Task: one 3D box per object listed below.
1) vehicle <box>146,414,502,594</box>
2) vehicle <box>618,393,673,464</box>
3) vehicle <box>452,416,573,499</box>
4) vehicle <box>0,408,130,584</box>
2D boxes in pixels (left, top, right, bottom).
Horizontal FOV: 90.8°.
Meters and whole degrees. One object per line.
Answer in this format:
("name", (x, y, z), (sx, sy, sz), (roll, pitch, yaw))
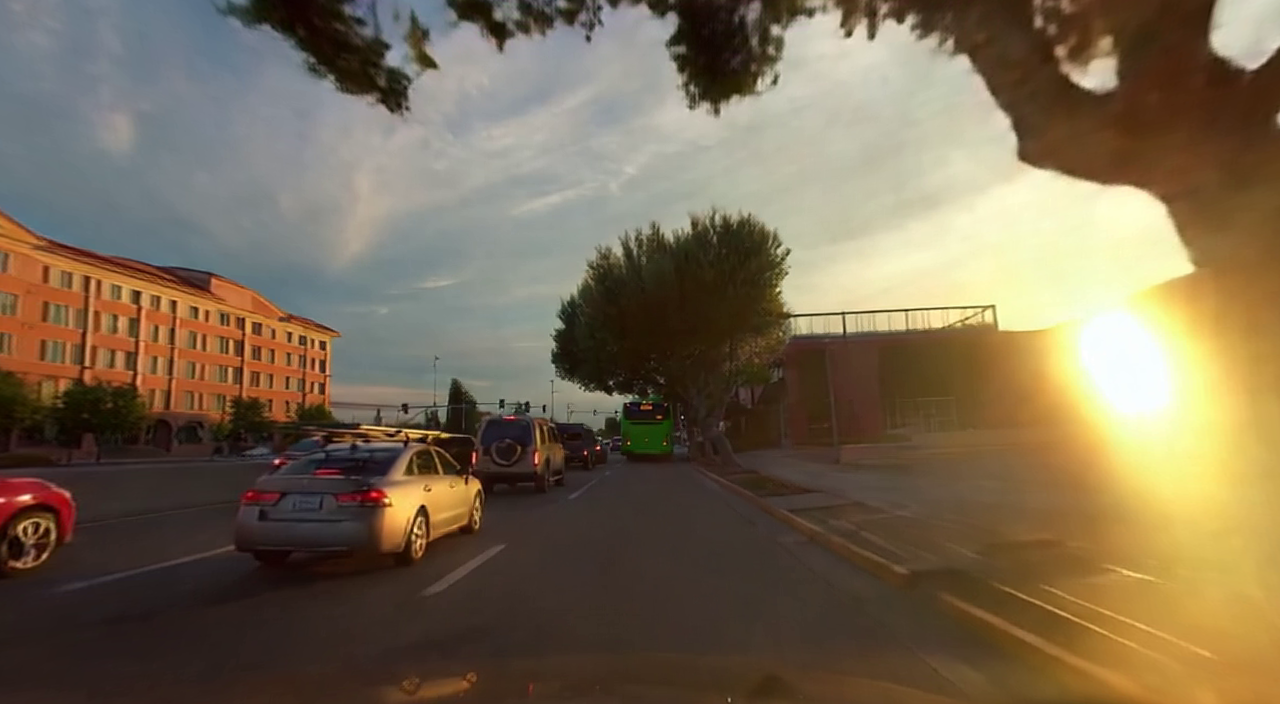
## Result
("vehicle", (-3.297, 1.682, 7.892), (2.042, 1.571, 4.475), (0, -9, 1))
("vehicle", (0.391, 5.064, 40.600), (2.970, 3.857, 12.200), (0, -9, 1))
("vehicle", (-3.195, 2.798, 17.089), (2.095, 1.892, 5.043), (0, -8, 1))
("vehicle", (-7.332, 1.284, 5.341), (2.252, 1.686, 4.447), (0, -9, 1))
